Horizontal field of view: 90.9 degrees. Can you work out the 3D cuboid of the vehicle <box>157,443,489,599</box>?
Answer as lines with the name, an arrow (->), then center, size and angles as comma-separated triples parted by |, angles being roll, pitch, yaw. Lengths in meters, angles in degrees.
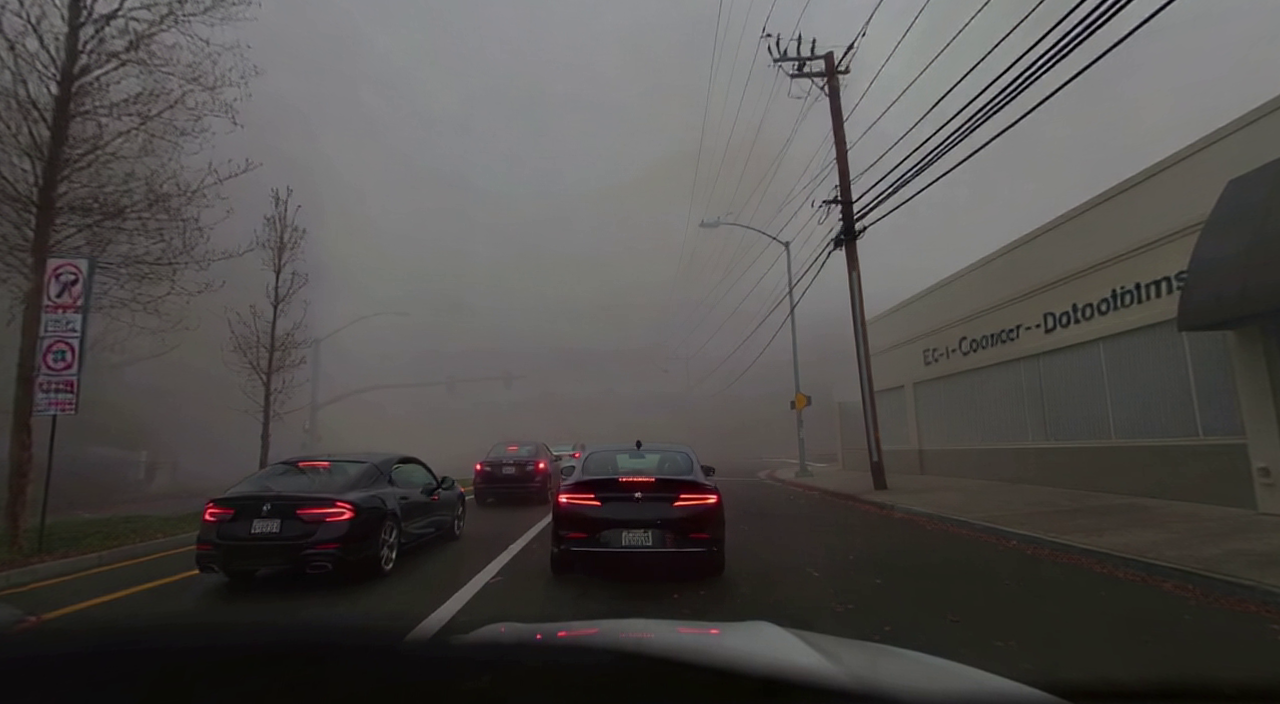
vehicle -> -3.227, 1.762, 7.485 | 1.765, 1.319, 4.013 | 0, -9, 2

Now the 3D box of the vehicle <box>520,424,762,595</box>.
vehicle -> -0.005, 1.678, 7.550 | 2.101, 1.469, 3.955 | 0, -9, 0
